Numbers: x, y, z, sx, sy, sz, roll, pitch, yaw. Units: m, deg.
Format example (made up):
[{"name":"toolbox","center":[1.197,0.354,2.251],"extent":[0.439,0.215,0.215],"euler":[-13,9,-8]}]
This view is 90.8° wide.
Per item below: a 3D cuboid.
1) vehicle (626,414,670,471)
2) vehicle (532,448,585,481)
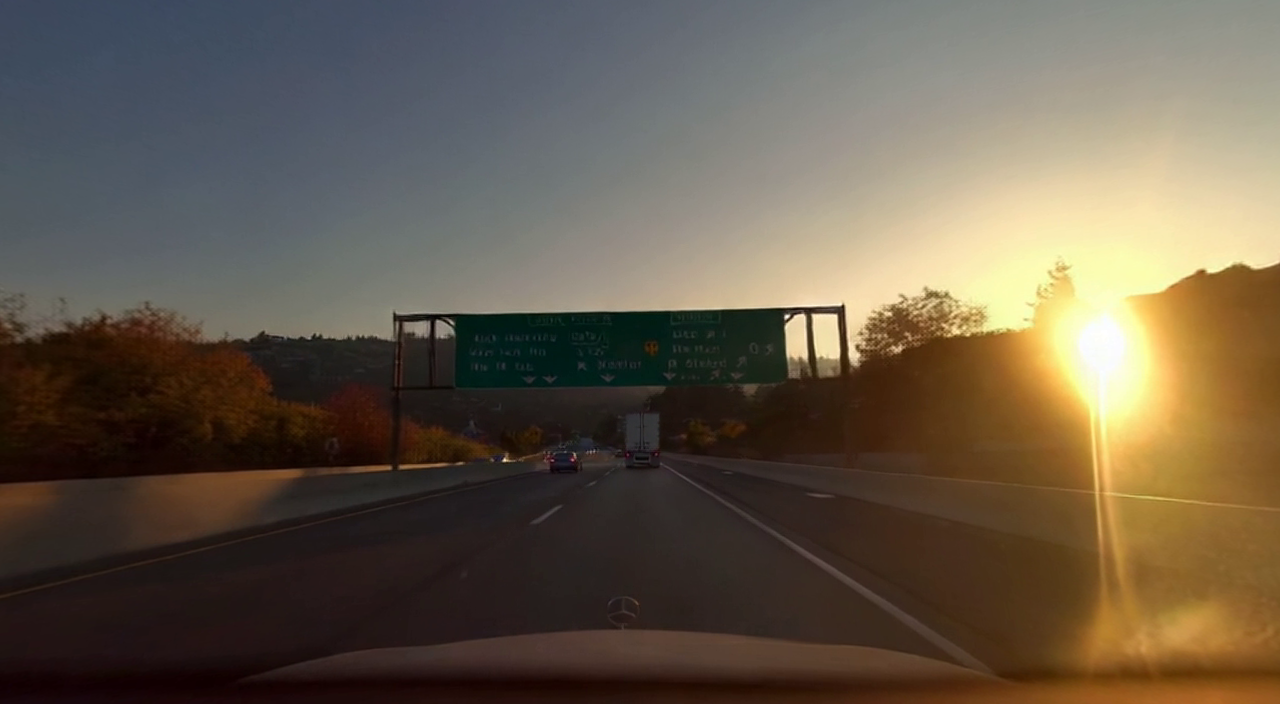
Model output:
[{"name":"vehicle","center":[0.409,6.807,47.398],"extent":[2.864,3.805,9.500],"euler":[0,-9,-2]},{"name":"vehicle","center":[-4.079,5.723,32.407],"extent":[2.053,1.523,4.450],"euler":[0,-9,1]}]
